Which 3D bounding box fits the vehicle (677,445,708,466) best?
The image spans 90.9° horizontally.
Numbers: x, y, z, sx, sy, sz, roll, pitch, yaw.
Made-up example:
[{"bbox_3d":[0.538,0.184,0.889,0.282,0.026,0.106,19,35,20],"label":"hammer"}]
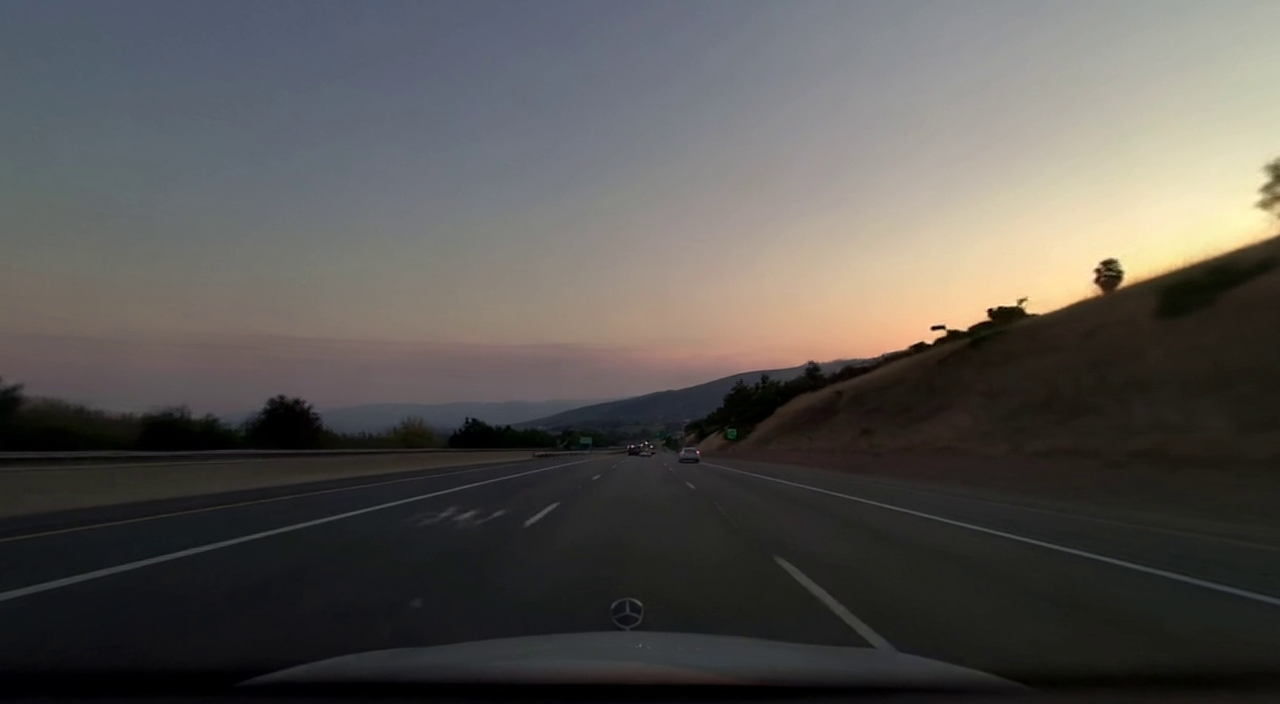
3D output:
[{"bbox_3d":[4.045,8.029,48.997,2.003,1.520,4.058,0,-8,0],"label":"vehicle"}]
